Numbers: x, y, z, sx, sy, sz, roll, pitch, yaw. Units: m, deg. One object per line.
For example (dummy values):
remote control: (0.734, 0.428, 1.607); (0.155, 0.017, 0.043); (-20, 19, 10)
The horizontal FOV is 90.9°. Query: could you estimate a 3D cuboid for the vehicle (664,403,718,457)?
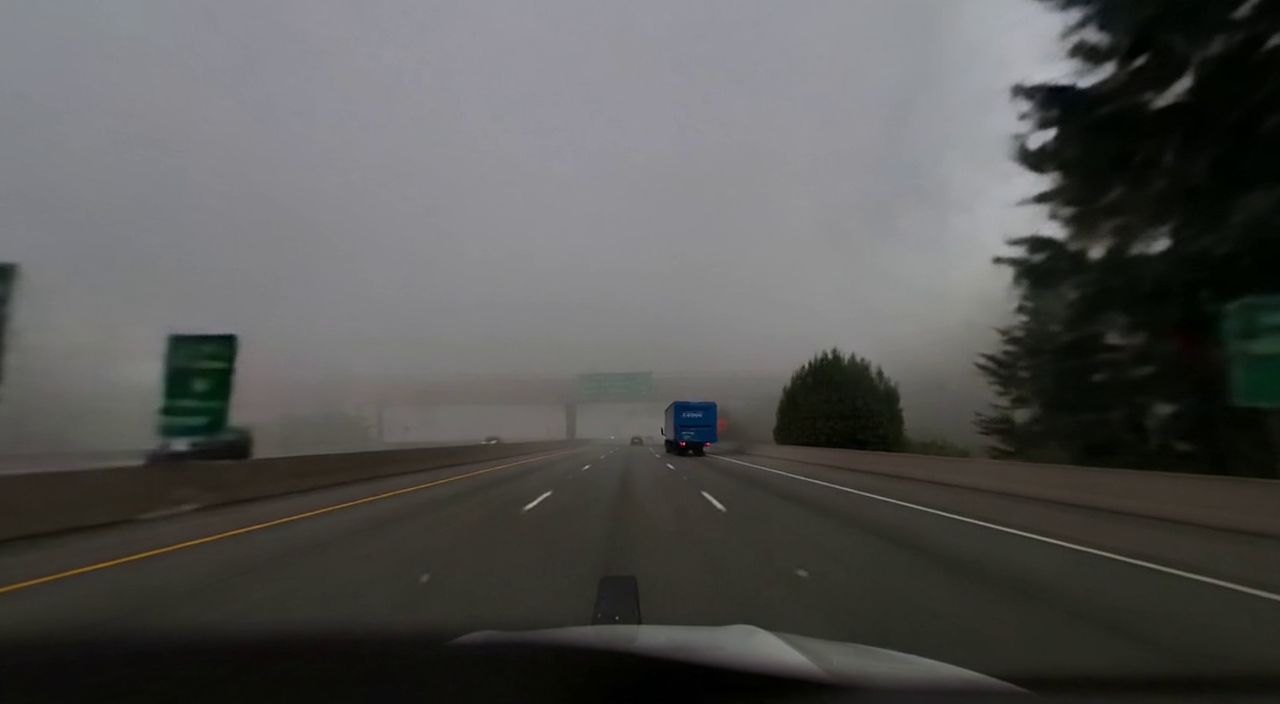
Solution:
vehicle: (3.545, 5.823, 46.730); (2.981, 3.512, 11.154); (1, -8, -1)
